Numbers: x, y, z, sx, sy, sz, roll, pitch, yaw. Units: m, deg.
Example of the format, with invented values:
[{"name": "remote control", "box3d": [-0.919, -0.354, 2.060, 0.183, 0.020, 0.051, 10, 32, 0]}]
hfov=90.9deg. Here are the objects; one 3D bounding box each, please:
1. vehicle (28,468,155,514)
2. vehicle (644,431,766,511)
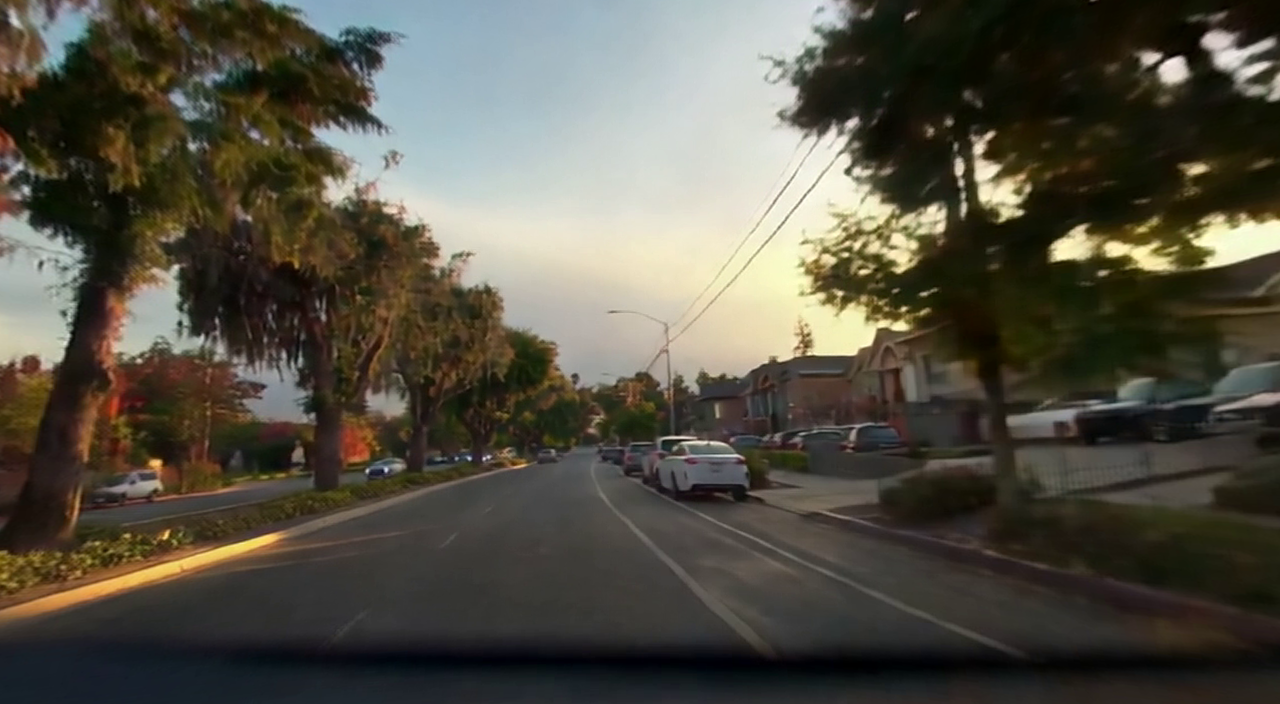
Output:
[{"name": "vehicle", "box3d": [-28.301, 7.142, 32.838, 2.305, 1.919, 5.187, 0, -8, -6]}, {"name": "vehicle", "box3d": [1.467, 3.015, 16.655, 2.078, 1.738, 5.133, 1, -8, -7]}]
